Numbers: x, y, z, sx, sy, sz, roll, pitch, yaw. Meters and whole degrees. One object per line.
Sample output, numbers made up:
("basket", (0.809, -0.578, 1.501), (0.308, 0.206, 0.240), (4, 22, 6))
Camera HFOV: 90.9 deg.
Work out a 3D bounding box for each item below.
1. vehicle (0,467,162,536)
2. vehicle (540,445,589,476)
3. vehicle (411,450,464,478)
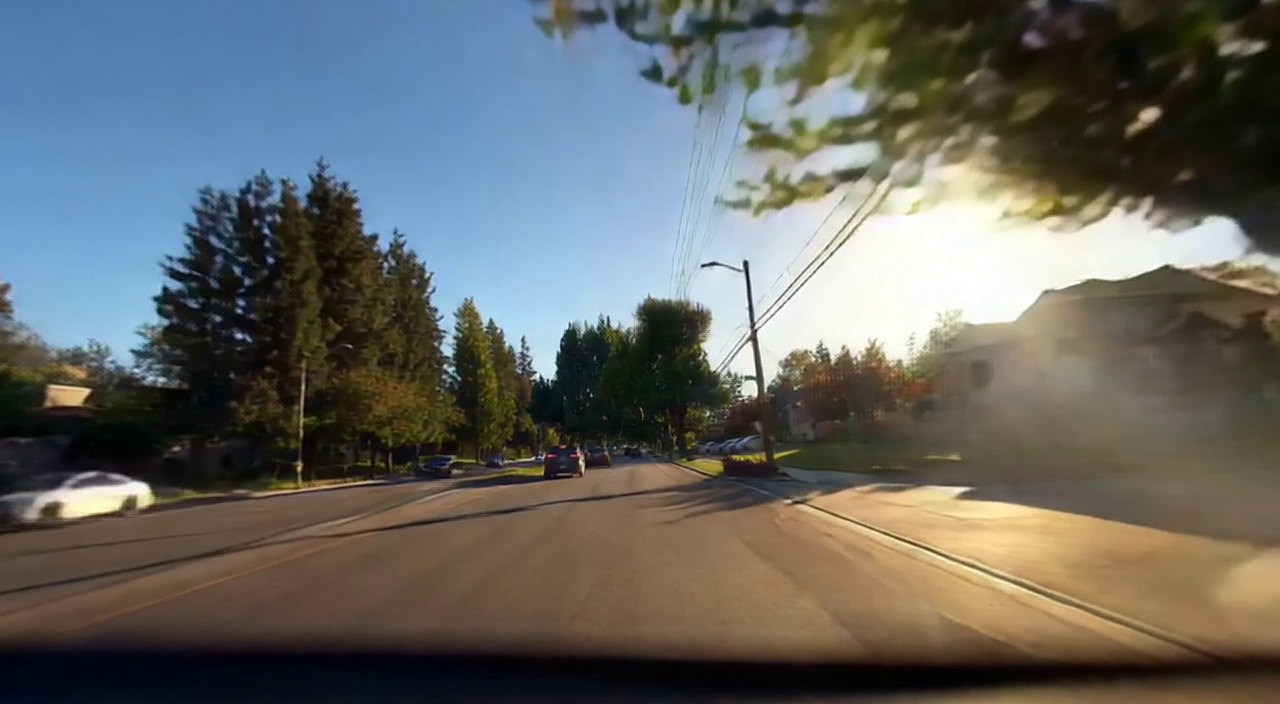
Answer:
("vehicle", (-15.990, 4.007, 17.415), (1.937, 1.480, 4.755), (0, -9, -1))
("vehicle", (-3.839, 5.577, 32.702), (2.084, 1.466, 4.522), (0, -9, -1))
("vehicle", (-12.616, 6.979, 39.559), (1.954, 1.648, 4.287), (-1, -9, -1))
